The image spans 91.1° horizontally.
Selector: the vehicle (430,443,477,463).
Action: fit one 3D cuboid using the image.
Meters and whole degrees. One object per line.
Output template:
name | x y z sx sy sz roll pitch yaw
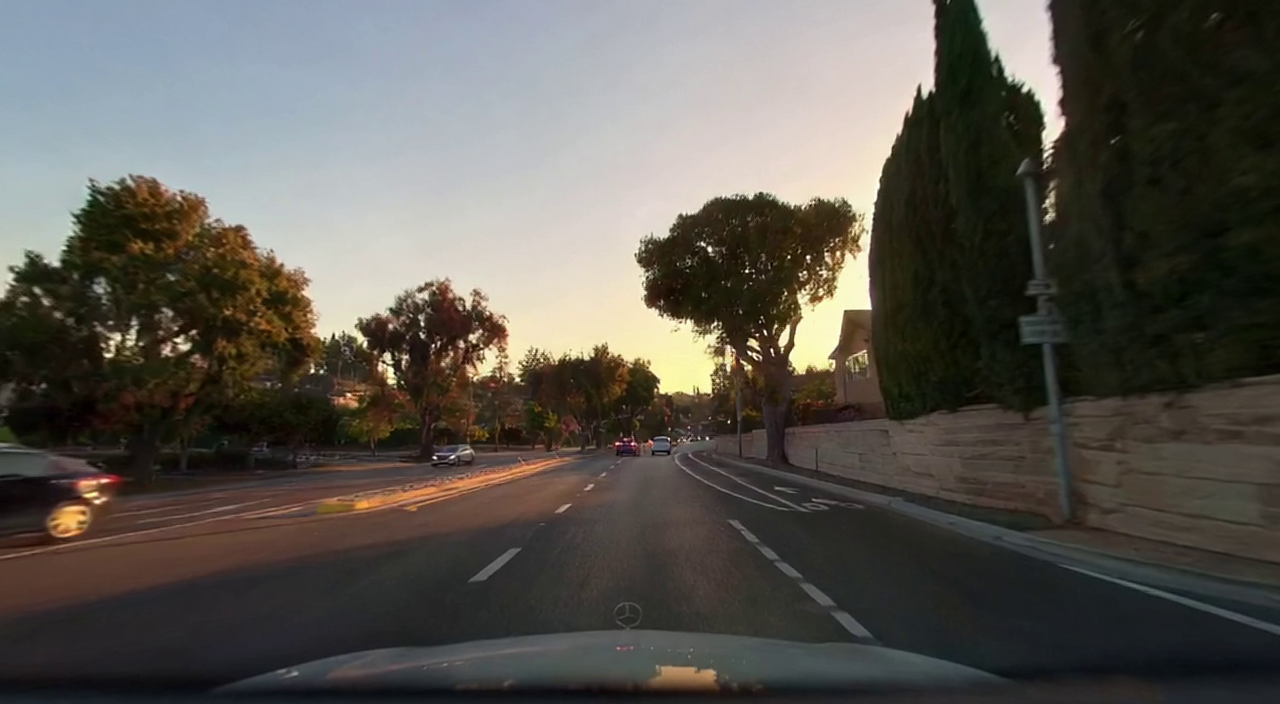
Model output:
vehicle | -14.418 7.854 48.848 1.889 1.461 4.730 -1 -8 4
